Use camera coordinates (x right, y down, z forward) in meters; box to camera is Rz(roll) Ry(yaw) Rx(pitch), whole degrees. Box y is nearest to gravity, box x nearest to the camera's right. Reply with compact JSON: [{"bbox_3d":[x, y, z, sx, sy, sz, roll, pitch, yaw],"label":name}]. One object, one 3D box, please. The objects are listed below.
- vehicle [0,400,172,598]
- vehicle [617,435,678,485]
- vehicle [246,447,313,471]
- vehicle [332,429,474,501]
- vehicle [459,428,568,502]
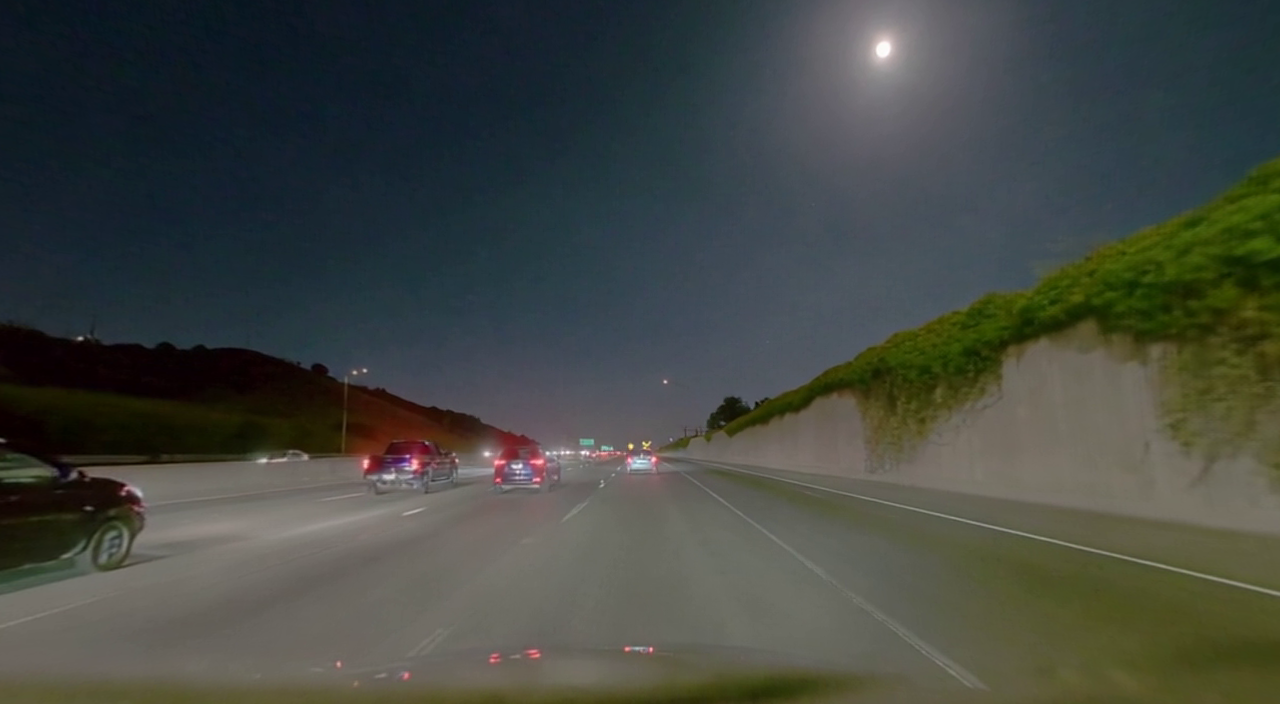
[{"bbox_3d":[-6.989,1.296,5.443,2.215,1.797,4.666,0,-9,1],"label":"vehicle"},{"bbox_3d":[0.276,4.327,25.515,2.233,1.804,4.273,0,-9,0],"label":"vehicle"},{"bbox_3d":[-27.776,8.220,48.805,2.131,1.696,5.013,0,-9,0],"label":"vehicle"},{"bbox_3d":[-6.860,3.343,19.082,2.108,1.856,5.214,0,-9,2],"label":"vehicle"},{"bbox_3d":[-3.422,3.177,18.104,2.093,1.820,4.506,0,-9,1],"label":"vehicle"}]
